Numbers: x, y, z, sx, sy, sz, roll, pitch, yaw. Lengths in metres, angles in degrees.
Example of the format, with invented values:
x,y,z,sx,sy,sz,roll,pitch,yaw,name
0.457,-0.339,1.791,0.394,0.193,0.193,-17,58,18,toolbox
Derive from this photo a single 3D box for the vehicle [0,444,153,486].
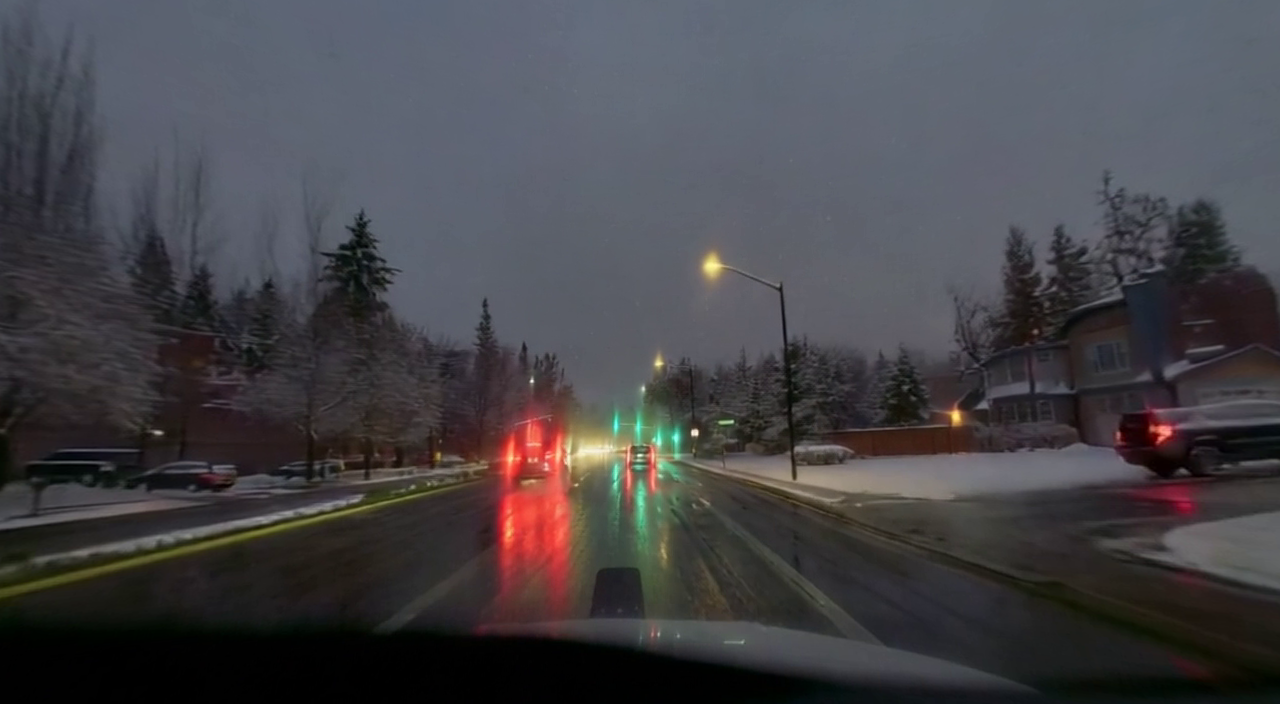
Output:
x,y,z,sx,sy,sz,roll,pitch,yaw,name
-27.743,5.552,31.206,5.466,1.963,2.174,0,-8,0,vehicle

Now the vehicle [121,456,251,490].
x,y,z,sx,sy,sz,roll,pitch,yaw,name
-22.015,5.874,30.802,4.792,1.551,1.931,0,-8,-1,vehicle

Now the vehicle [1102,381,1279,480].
x,y,z,sx,sy,sz,roll,pitch,yaw,name
15.651,1.822,15.681,6.374,2.098,2.415,-3,-8,-1,vehicle

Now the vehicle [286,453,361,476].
x,y,z,sx,sy,sz,roll,pitch,yaw,name
-22.792,8.118,45.598,4.460,1.546,1.853,-1,-8,7,vehicle

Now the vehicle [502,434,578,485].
x,y,z,sx,sy,sz,roll,pitch,yaw,name
-3.692,4.074,24.241,2.157,1.771,4.452,0,-8,1,vehicle

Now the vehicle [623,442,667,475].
x,y,z,sx,sy,sz,roll,pitch,yaw,name
0.223,5.246,31.329,2.062,1.518,3.901,0,-8,0,vehicle
